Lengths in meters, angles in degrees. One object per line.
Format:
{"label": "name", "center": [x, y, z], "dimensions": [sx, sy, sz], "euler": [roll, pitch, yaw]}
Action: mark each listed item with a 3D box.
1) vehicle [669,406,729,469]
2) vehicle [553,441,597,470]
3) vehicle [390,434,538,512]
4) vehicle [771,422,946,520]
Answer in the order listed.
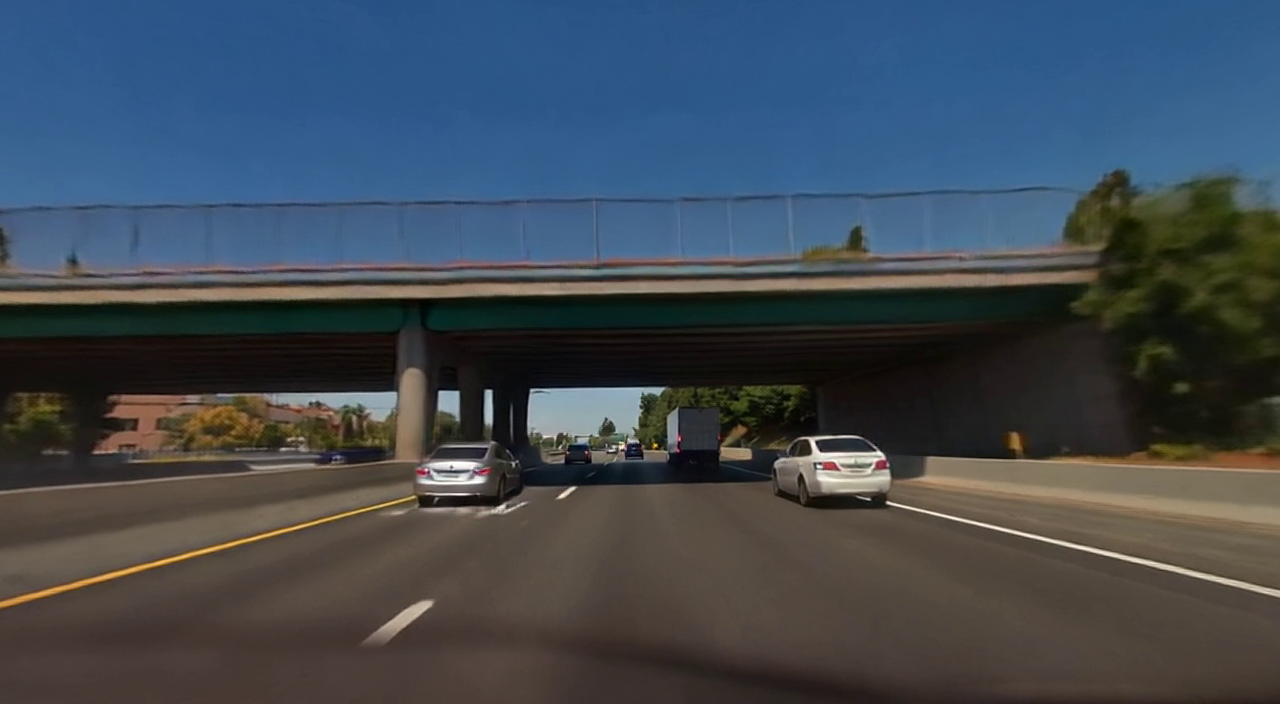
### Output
{"label": "vehicle", "center": [3.669, 5.769, 42.072], "dimensions": [2.824, 3.585, 11.410], "euler": [-1, -8, -1]}
{"label": "vehicle", "center": [-3.565, 5.757, 35.096], "dimensions": [2.064, 1.479, 4.370], "euler": [0, -8, -1]}
{"label": "vehicle", "center": [-3.794, 2.683, 14.534], "dimensions": [2.122, 1.486, 4.532], "euler": [-1, -8, 0]}
{"label": "vehicle", "center": [4.134, 2.306, 12.740], "dimensions": [2.001, 1.625, 4.088], "euler": [0, -8, -1]}
